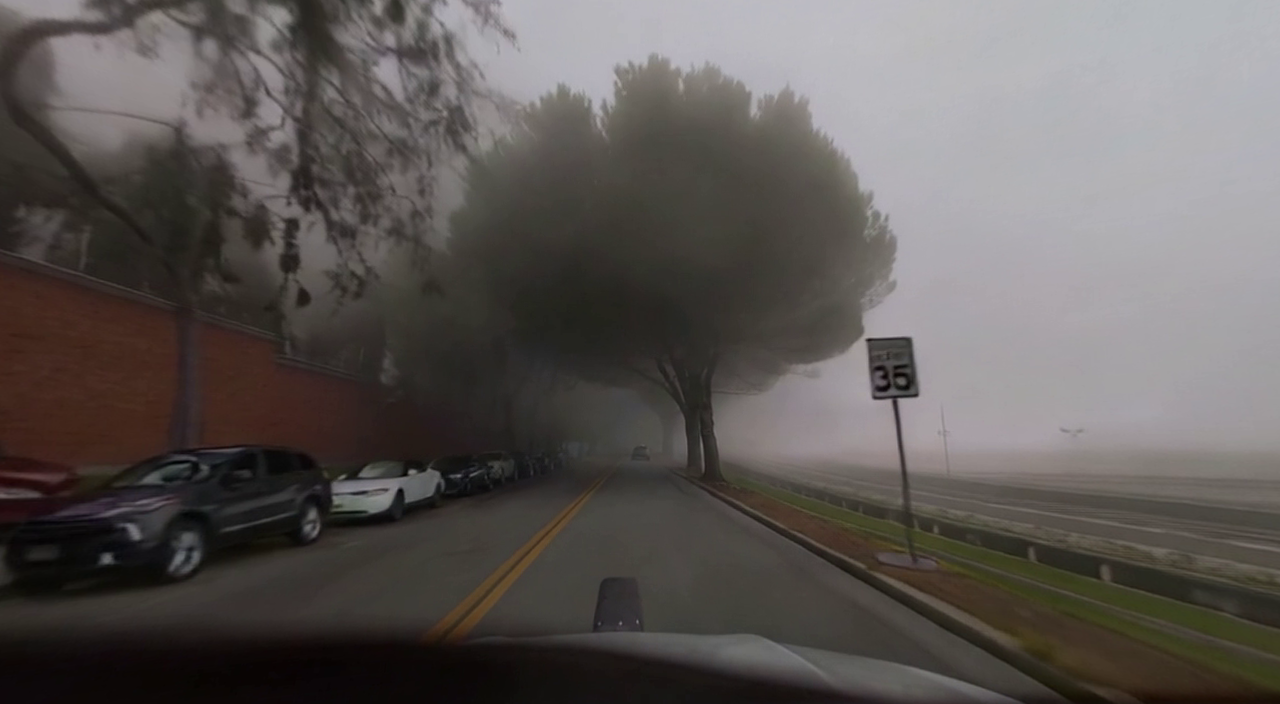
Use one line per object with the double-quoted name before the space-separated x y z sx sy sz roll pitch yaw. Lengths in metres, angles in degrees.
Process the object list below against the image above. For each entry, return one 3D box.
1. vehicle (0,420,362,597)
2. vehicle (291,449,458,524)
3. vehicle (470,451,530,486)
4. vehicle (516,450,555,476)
"vehicle" -6.274 2.012 9.254 1.976 1.805 5.123 1 -8 1
"vehicle" -6.320 3.210 15.837 1.925 1.488 4.983 1 -8 1
"vehicle" -6.539 5.461 29.999 1.906 1.460 4.391 1 -8 -1
"vehicle" -6.843 7.286 41.758 1.952 1.514 4.630 1 -8 -2
